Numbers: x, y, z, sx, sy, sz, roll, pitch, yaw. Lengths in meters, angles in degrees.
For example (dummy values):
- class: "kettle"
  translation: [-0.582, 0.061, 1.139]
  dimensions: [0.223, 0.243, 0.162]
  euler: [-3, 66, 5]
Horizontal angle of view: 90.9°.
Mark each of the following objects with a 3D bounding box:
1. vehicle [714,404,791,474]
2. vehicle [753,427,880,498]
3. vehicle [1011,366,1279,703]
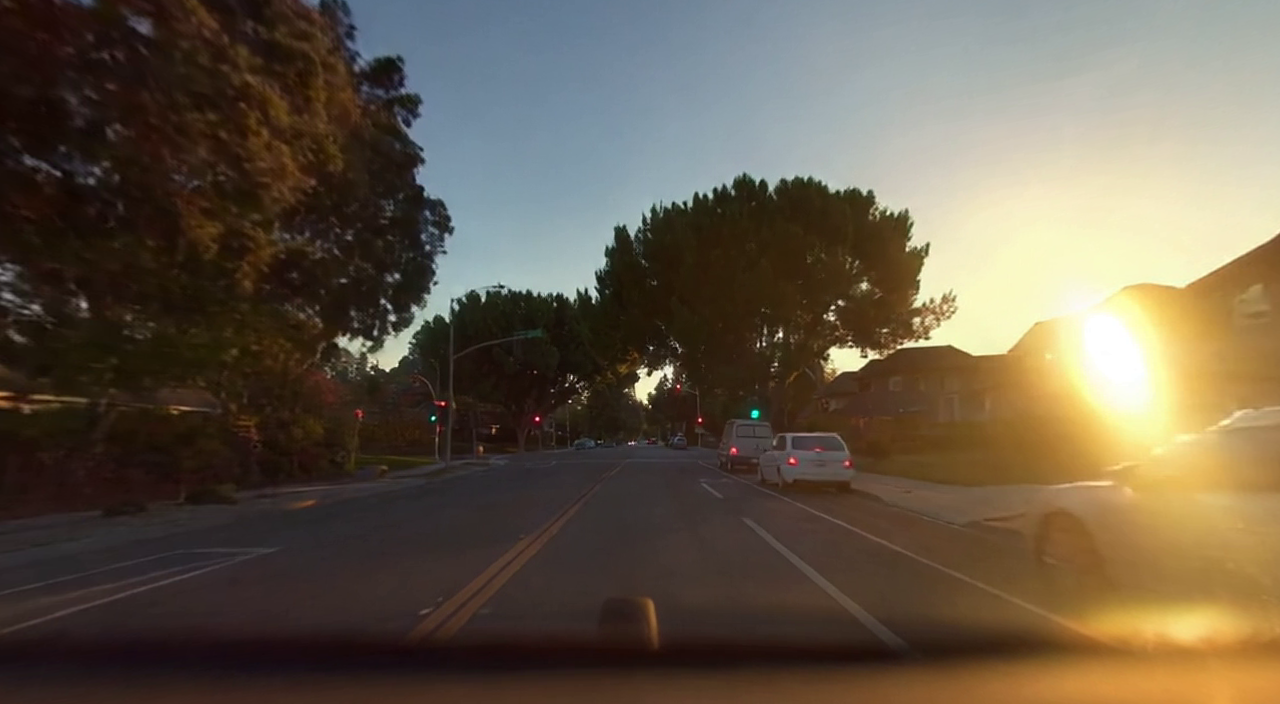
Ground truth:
- class: "vehicle"
  translation: [4.893, 3.917, 28.324]
  dimensions: [2.398, 2.806, 4.857]
  euler: [0, -8, -1]
- class: "vehicle"
  translation: [4.719, 3.027, 17.719]
  dimensions: [2.202, 1.712, 4.813]
  euler: [0, -8, 1]
- class: "vehicle"
  translation: [4.559, 0.983, 3.278]
  dimensions: [2.279, 1.829, 4.859]
  euler: [0, -8, 0]
